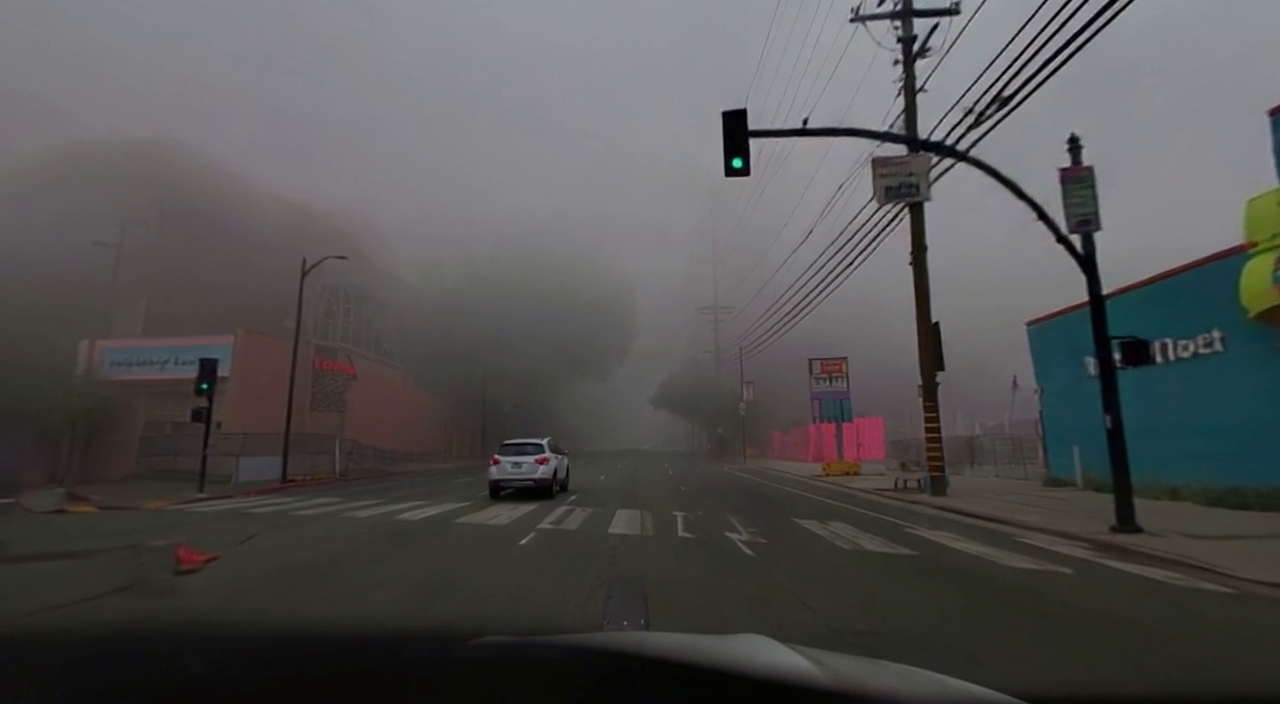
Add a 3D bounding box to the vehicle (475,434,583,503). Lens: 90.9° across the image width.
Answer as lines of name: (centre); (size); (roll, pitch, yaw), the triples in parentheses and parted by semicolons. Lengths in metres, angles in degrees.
vehicle: (-2.839, 3.114, 17.235); (2.036, 1.589, 4.549); (-1, -9, 1)
